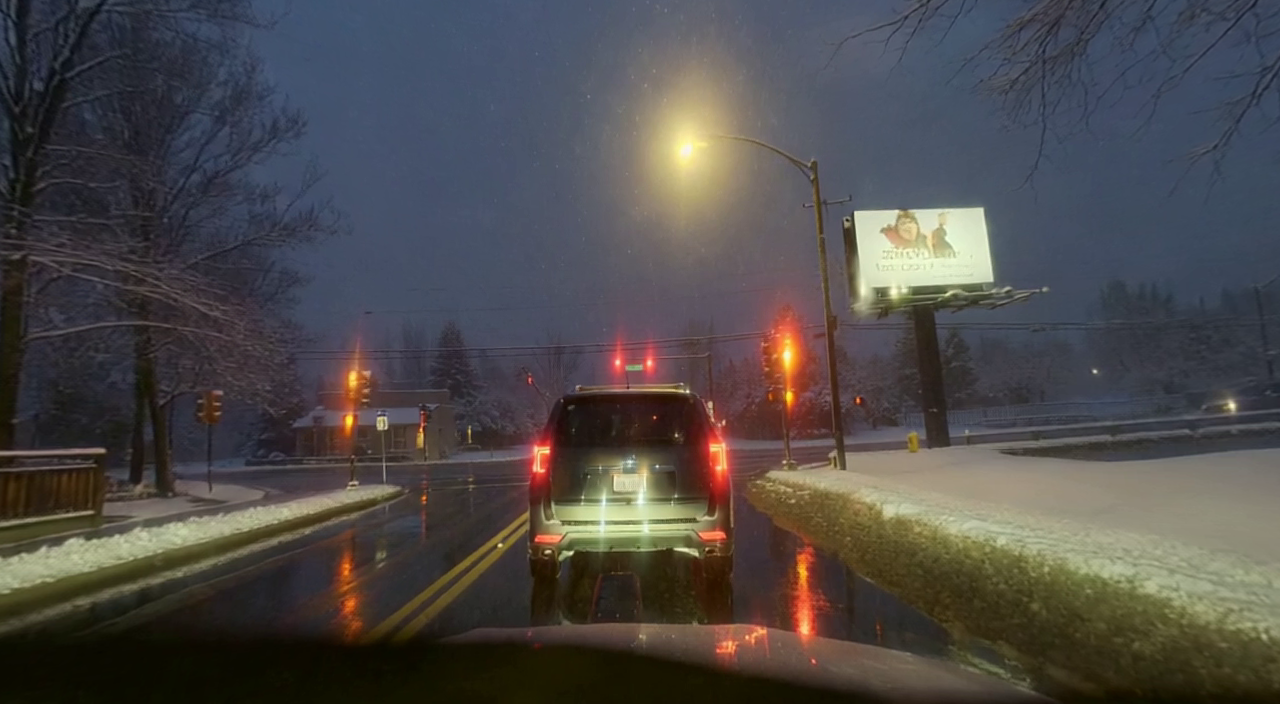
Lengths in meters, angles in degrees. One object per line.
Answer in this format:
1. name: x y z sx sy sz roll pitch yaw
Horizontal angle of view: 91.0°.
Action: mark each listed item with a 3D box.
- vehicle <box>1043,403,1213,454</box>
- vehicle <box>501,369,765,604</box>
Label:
1. vehicle: 15.273 2.450 19.933 3.750 1.502 1.781 -2 -8 13
2. vehicle: -0.060 1.365 7.131 2.142 1.904 3.816 -1 -8 0
